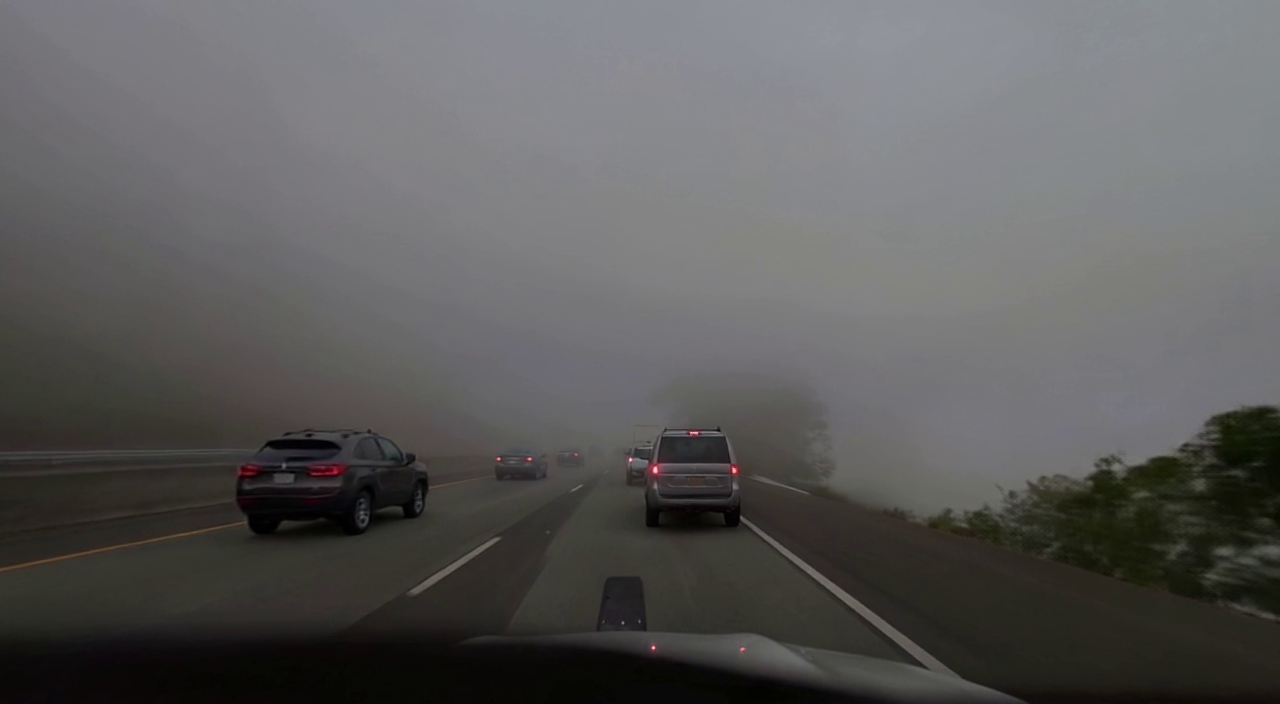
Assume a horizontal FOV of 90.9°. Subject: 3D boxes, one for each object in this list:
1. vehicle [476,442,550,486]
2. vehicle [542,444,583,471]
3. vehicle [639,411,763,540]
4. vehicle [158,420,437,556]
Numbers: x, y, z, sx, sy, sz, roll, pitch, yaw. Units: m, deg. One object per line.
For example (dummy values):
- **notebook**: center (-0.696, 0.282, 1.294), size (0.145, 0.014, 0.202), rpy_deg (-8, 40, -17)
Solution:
- **vehicle**: center (-4.584, 4.105, 23.371), size (1.867, 1.489, 3.829), rpy_deg (0, -9, 1)
- **vehicle**: center (-4.583, 6.298, 37.763), size (1.855, 1.527, 4.209), rpy_deg (0, -9, 1)
- **vehicle**: center (0.908, 2.152, 11.528), size (1.825, 1.920, 3.960), rpy_deg (0, -9, -1)
- **vehicle**: center (-4.898, 1.996, 9.903), size (1.934, 1.642, 4.201), rpy_deg (0, -9, 1)
